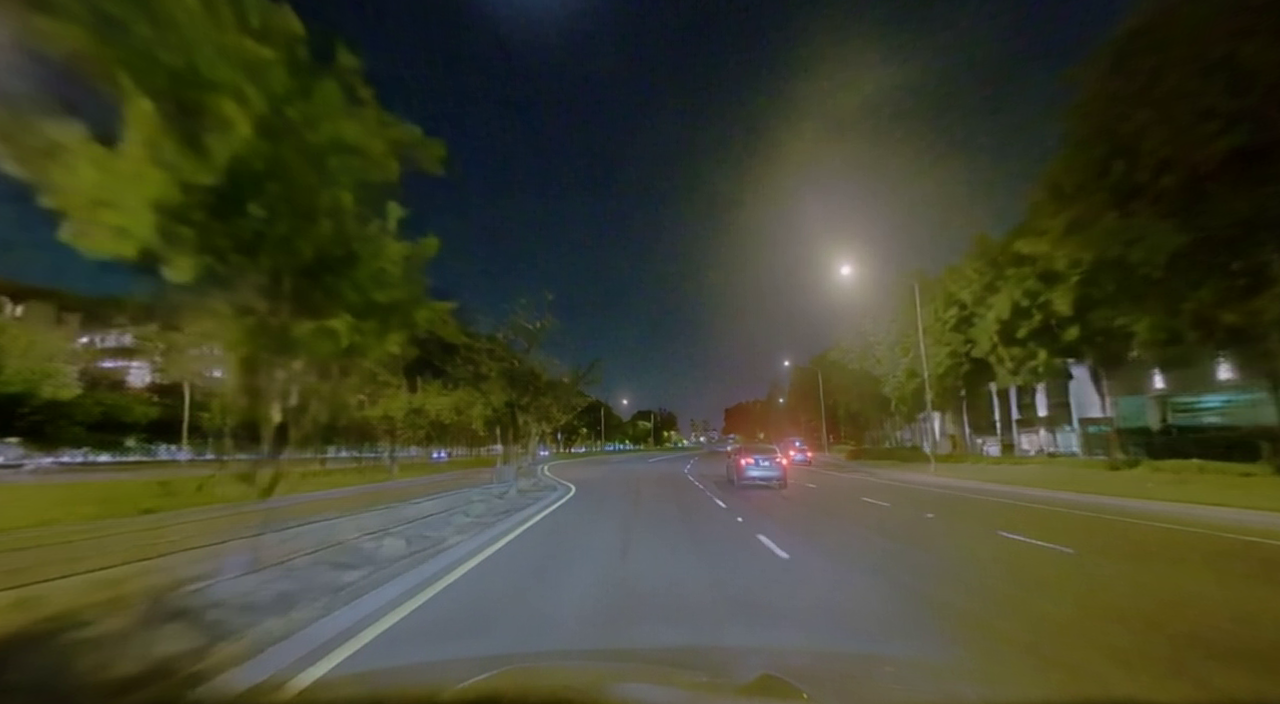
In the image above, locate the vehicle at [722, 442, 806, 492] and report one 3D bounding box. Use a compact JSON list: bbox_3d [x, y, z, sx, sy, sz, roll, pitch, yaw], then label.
[{"bbox_3d":[4.004,3.799,21.196,1.928,1.481,4.453,0,-9,0],"label":"vehicle"}]
